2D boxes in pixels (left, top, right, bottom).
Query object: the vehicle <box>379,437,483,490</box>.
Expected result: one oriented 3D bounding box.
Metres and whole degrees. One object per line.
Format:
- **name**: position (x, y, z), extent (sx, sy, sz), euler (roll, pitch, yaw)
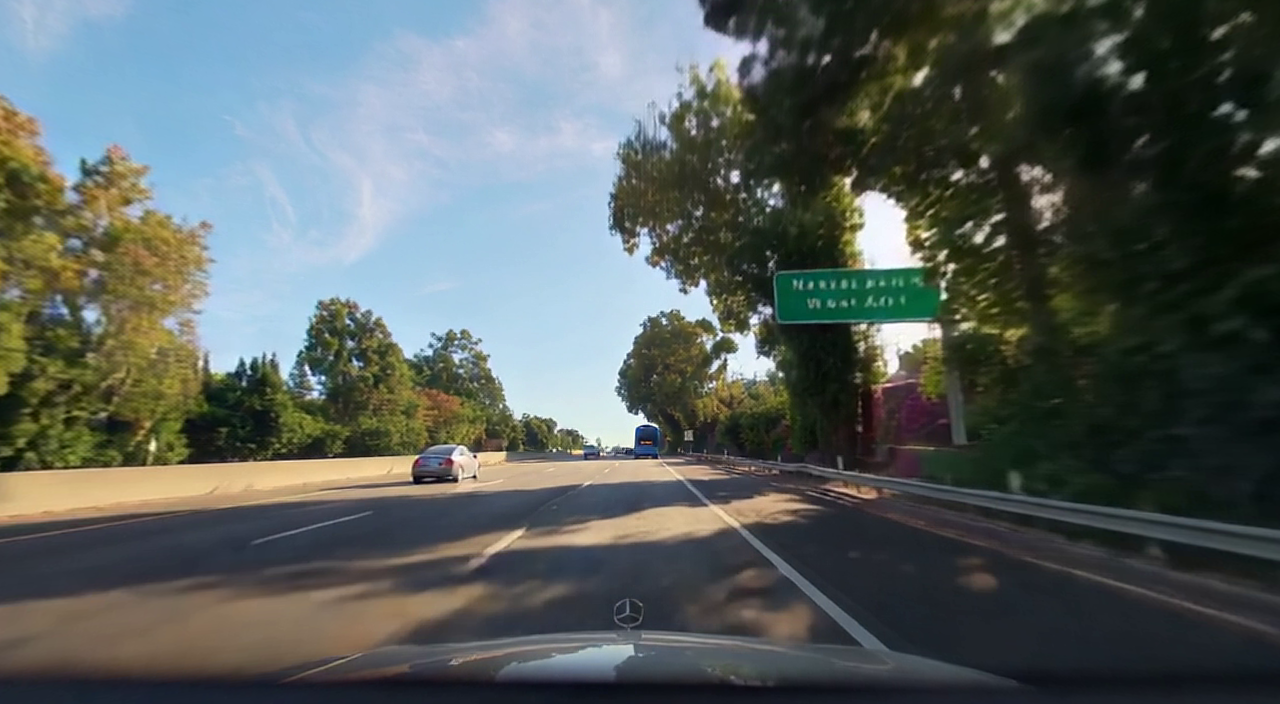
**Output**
- **vehicle**: position (-7.339, 3.954, 22.726), extent (2.080, 1.674, 4.660), euler (0, -8, 1)
